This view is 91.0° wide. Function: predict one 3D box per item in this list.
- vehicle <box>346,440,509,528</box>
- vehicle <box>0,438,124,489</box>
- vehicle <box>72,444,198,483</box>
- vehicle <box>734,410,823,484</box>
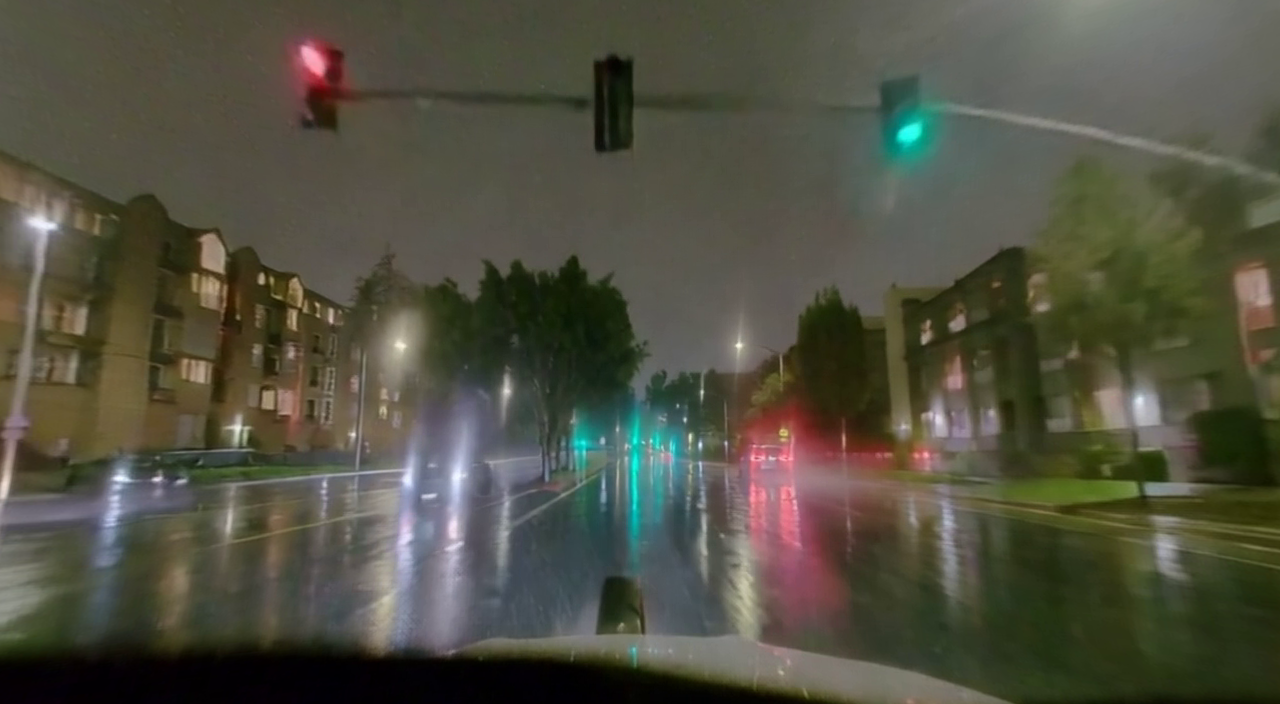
[{"bbox_3d":[-4.319,2.734,13.673,2.003,1.539,4.396,-1,-9,0],"label":"vehicle"},{"bbox_3d":[-24.518,4.496,25.523,4.879,1.956,2.324,1,-9,-8],"label":"vehicle"},{"bbox_3d":[-23.827,5.253,29.815,4.146,1.730,1.973,0,-9,-2],"label":"vehicle"},{"bbox_3d":[6.666,4.773,31.561,2.802,3.208,7.459,0,-9,0],"label":"vehicle"}]
